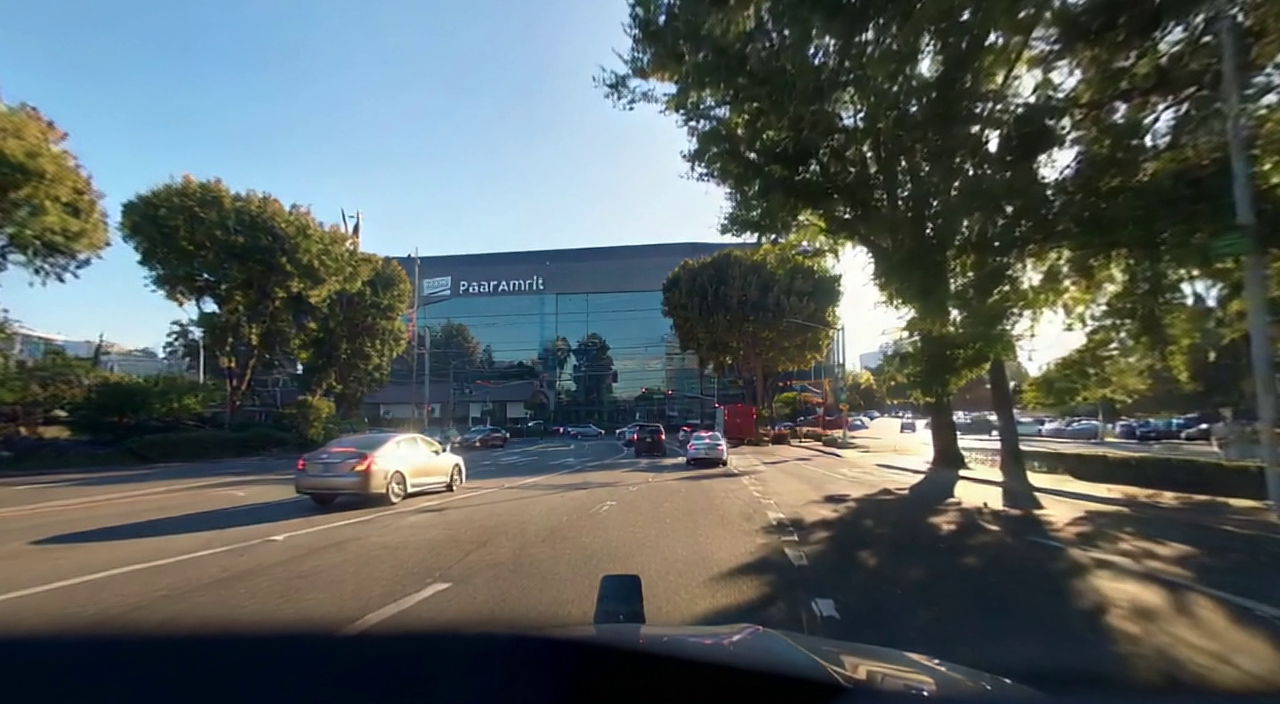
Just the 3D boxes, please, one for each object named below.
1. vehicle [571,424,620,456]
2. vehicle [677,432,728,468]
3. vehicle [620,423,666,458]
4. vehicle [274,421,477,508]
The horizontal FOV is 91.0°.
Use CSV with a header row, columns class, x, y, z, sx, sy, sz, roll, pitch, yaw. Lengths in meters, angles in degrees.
class,x,y,z,sx,sy,sz,roll,pitch,yaw
vehicle,-2.589,5.297,37.823,2.078,1.787,5.006,-1,-9,6
vehicle,2.935,4.436,28.630,2.109,1.500,4.585,-1,-9,8
vehicle,0.235,5.182,36.744,2.188,1.892,4.488,-1,-9,7
vehicle,-5.211,2.289,13.175,2.010,1.515,4.152,-1,-9,8
